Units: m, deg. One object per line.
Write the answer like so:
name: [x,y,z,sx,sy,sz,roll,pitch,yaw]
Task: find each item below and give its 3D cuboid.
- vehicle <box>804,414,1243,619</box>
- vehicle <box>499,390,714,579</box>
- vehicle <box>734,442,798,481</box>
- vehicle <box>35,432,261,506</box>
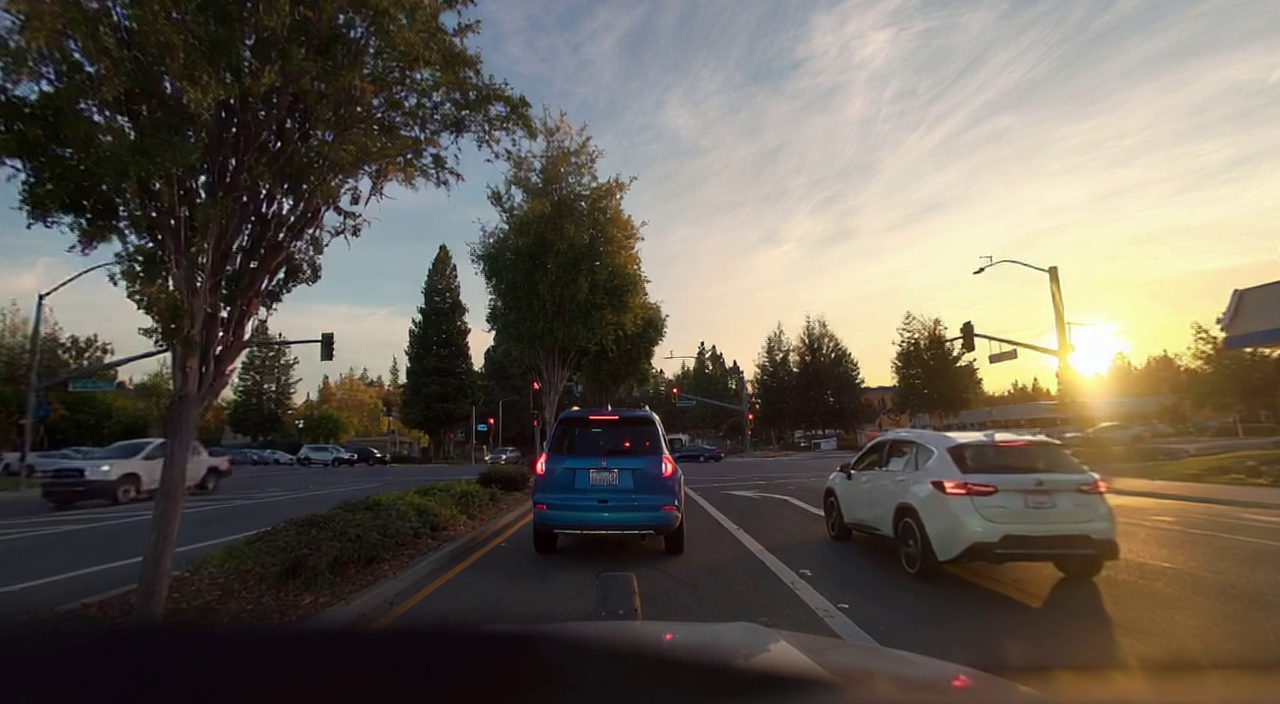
vehicle: [3.570,1.618,7.303,2.098,1.555,4.778,0,-9,0]
vehicle: [-0.299,1.644,8.606,2.096,1.837,4.687,0,-9,1]
vehicle: [5.223,4.554,26.666,1.883,1.496,4.236,0,-9,1]
vehicle: [-12.765,3.049,16.958,2.108,1.683,4.861,0,-9,0]
